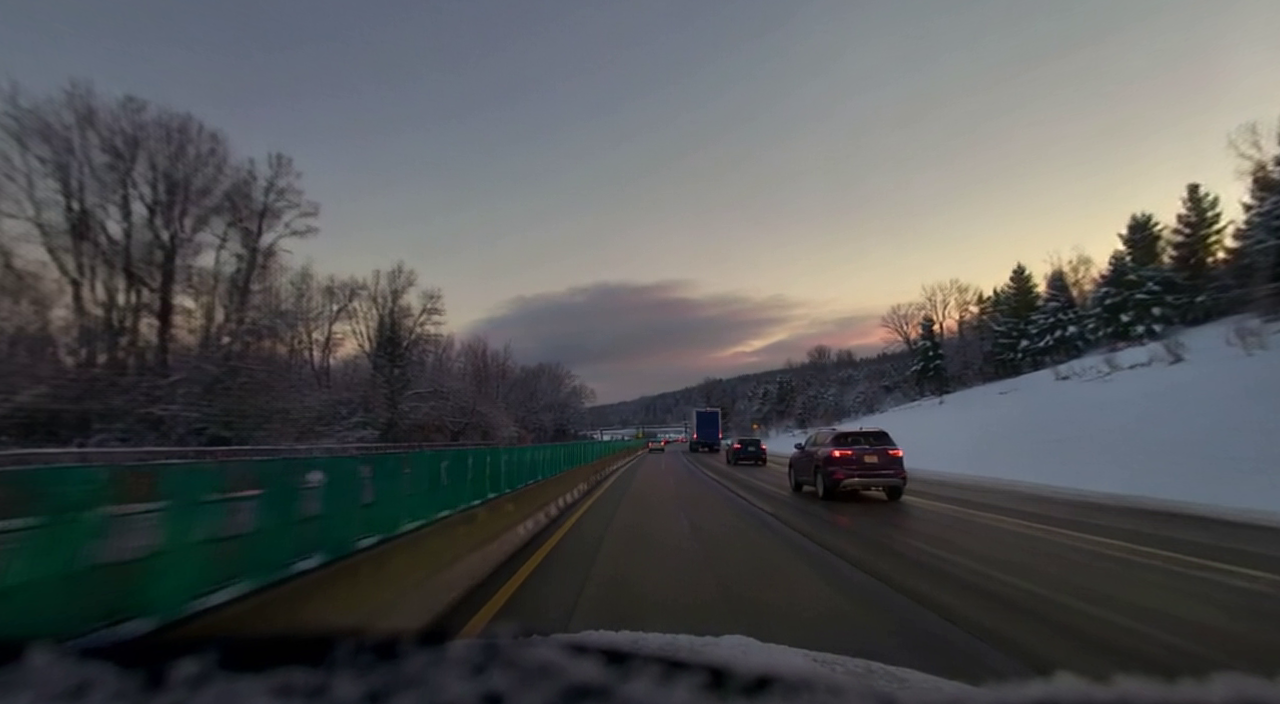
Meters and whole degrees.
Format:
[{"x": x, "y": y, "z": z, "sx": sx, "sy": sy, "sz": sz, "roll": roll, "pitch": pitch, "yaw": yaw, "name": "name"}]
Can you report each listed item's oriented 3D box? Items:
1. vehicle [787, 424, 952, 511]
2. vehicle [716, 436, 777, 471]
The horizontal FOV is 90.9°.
[{"x": 4.604, "y": 2.370, "z": 13.377, "sx": 1.940, "sy": 1.539, "sz": 4.005, "roll": 0, "pitch": -8, "yaw": -1, "name": "vehicle"}, {"x": 4.808, "y": 4.642, "z": 29.095, "sx": 2.000, "sy": 1.473, "sz": 4.440, "roll": 0, "pitch": -8, "yaw": -1, "name": "vehicle"}]
